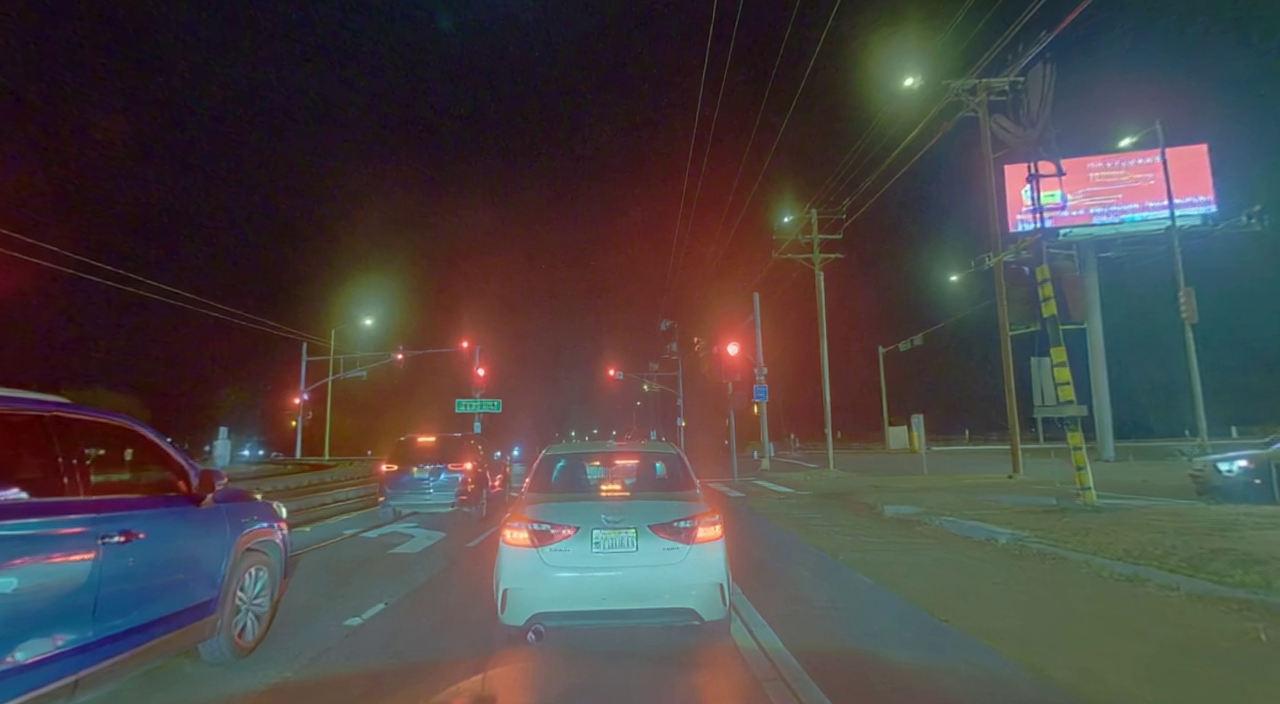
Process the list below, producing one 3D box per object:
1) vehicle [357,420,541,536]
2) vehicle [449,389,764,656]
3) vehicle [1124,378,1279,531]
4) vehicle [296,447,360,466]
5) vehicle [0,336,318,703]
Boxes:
[{"bbox_3d":[-3.158,2.183,11.514,1.988,1.678,4.317,0,-9,0],"label":"vehicle"},{"bbox_3d":[-0.215,1.379,5.997,2.025,1.723,3.644,0,-9,0],"label":"vehicle"},{"bbox_3d":[9.608,1.310,8.200,5.060,1.702,2.033,1,-9,-4],"label":"vehicle"},{"bbox_3d":[-24.208,8.095,49.074,4.357,1.444,1.842,-3,-9,19],"label":"vehicle"},{"bbox_3d":[-3.936,0.874,3.059,2.052,1.814,5.184,0,-9,-1],"label":"vehicle"}]
